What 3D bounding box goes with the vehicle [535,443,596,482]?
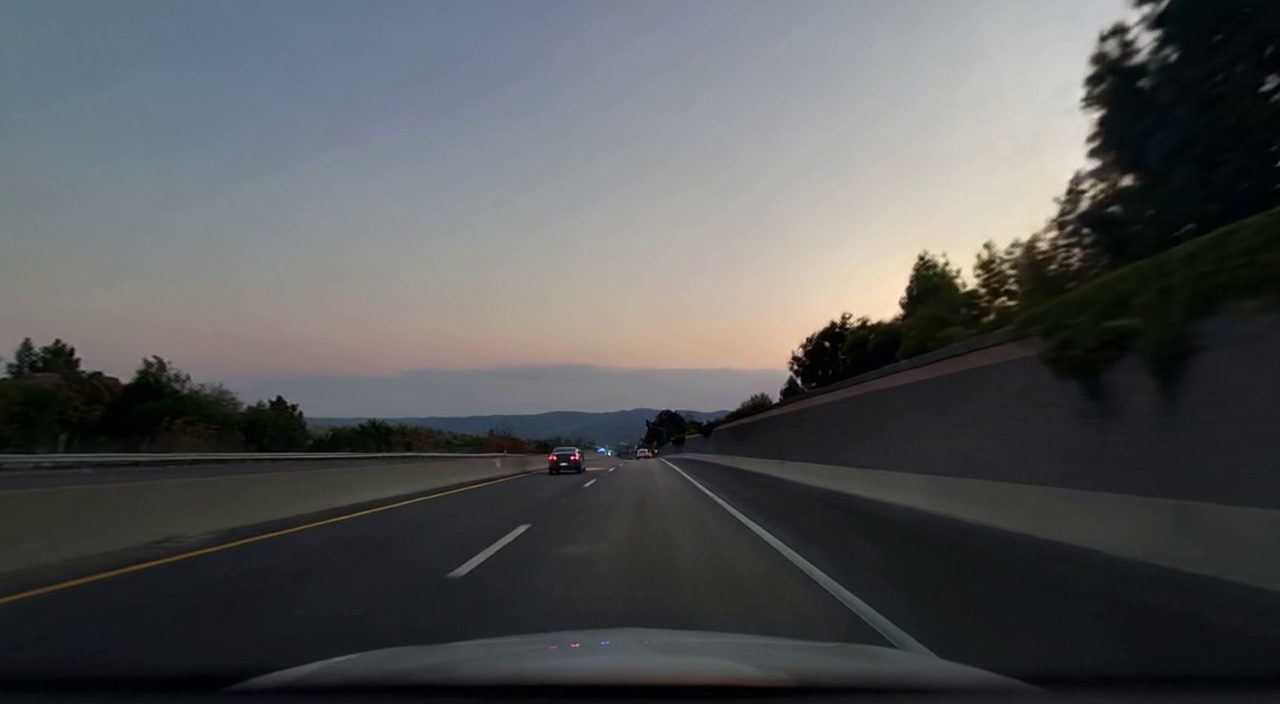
[{"bbox_3d":[-3.074,4.639,26.833,2.050,1.530,4.144,0,-8,1],"label":"vehicle"}]
